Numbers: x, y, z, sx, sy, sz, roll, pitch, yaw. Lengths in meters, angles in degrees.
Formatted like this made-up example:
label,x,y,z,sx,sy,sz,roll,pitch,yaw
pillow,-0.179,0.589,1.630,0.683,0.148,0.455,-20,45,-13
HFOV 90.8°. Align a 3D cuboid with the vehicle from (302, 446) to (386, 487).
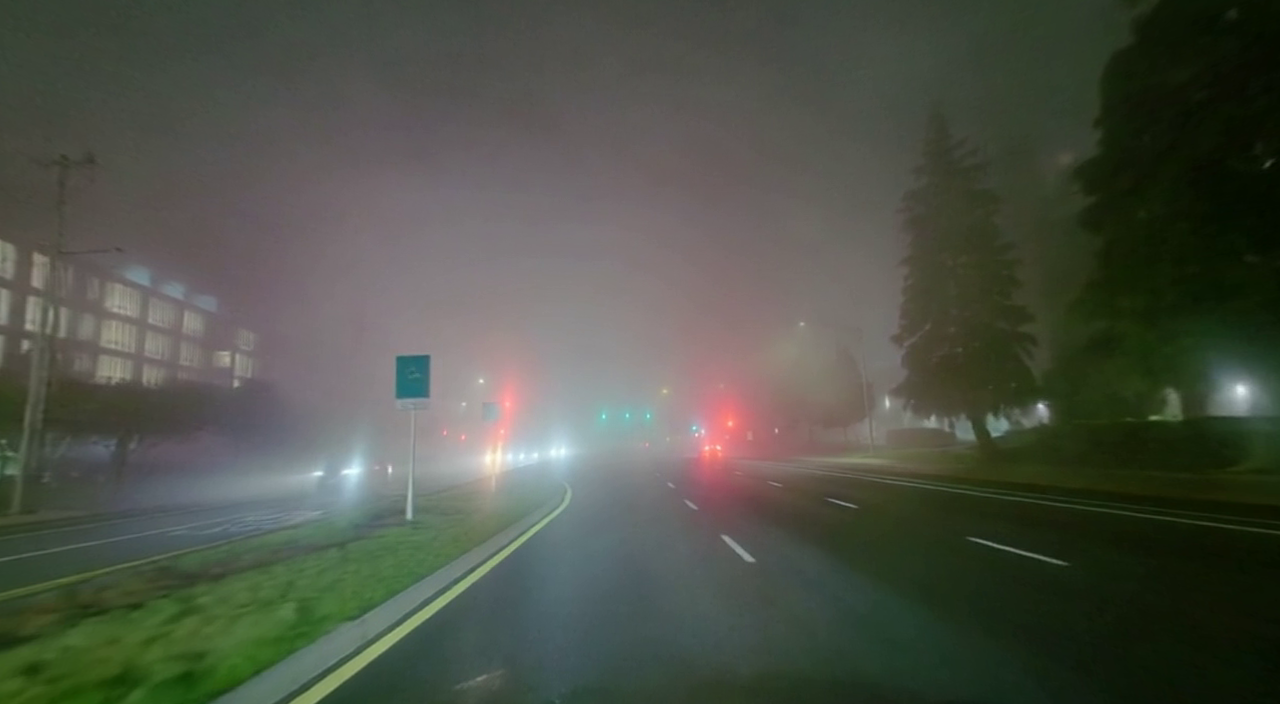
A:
label,x,y,z,sx,sy,sz,roll,pitch,yaw
vehicle,-14.710,5.704,31.777,2.038,1.857,5.078,0,-9,-4
